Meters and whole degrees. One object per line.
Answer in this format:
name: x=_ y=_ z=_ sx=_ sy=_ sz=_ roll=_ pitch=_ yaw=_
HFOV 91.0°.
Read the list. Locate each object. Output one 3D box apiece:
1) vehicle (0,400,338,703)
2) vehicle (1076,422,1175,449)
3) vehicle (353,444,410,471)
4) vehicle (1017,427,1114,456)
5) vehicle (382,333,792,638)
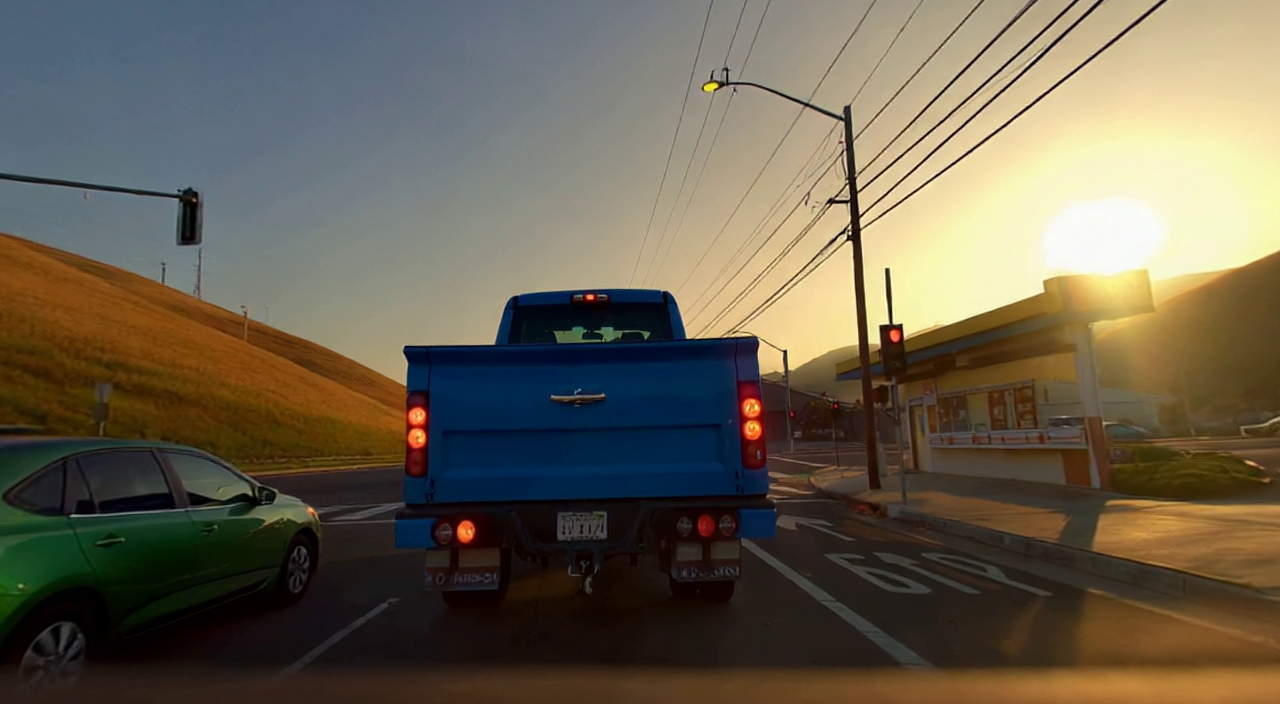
vehicle: x=-3.959 y=1.190 z=3.988 sx=2.017 sy=1.555 sz=4.150 roll=-1 pitch=-9 yaw=0
vehicle: x=33.509 y=5.813 z=43.557 sx=2.012 sy=1.757 sz=5.021 roll=7 pitch=-11 yaw=-39
vehicle: x=-17.121 y=7.014 z=41.920 sx=2.133 sy=1.690 sz=4.331 roll=0 pitch=-9 yaw=-3
vehicle: x=25.562 y=5.398 z=37.938 sx=4.419 sy=1.496 sz=1.854 roll=-2 pitch=-9 yaw=1
vehicle: x=-0.422 y=1.325 z=7.216 sx=2.859 sy=2.144 sz=5.406 roll=0 pitch=-9 yaw=-1
